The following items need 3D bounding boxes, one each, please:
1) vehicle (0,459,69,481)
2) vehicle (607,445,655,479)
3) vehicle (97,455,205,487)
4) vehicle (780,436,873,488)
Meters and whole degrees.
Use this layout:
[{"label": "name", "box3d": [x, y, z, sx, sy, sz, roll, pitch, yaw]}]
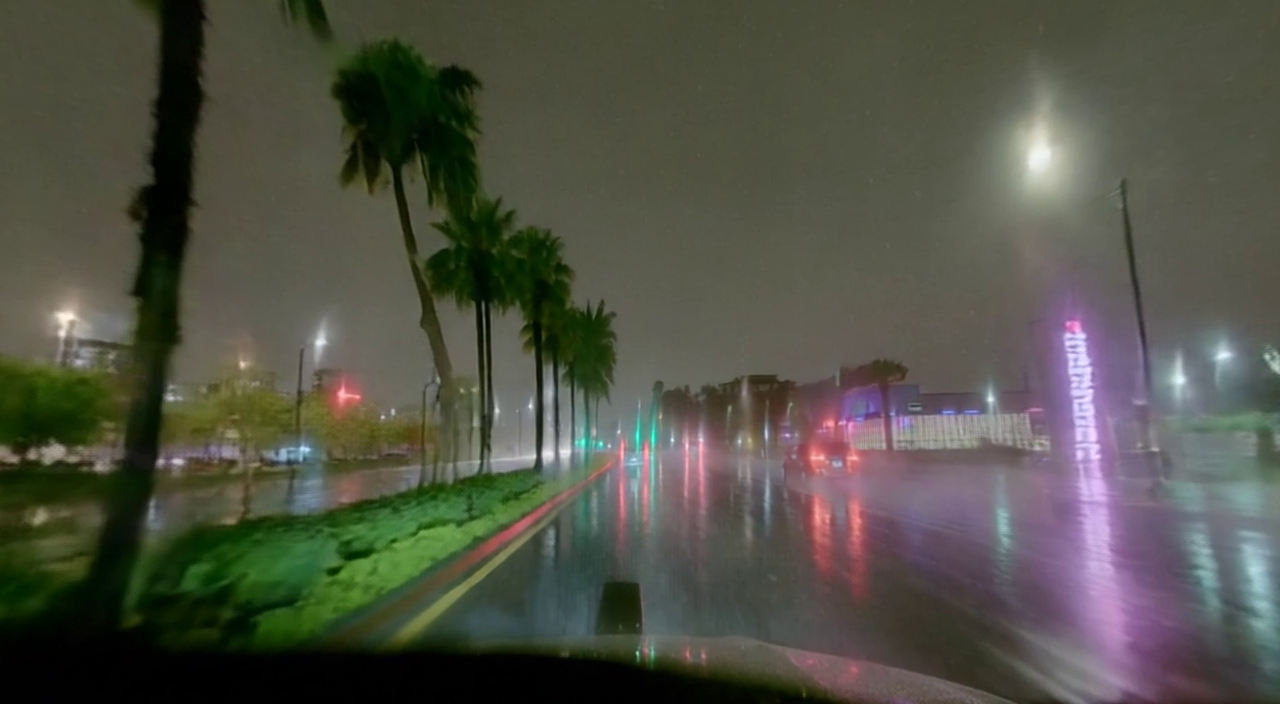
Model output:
[{"label": "vehicle", "box3d": [-45.532, 8.756, 46.847, 4.103, 1.568, 1.869, 0, -8, -1]}, {"label": "vehicle", "box3d": [-0.373, 4.775, 27.605, 1.970, 1.402, 3.756, 0, -8, 0]}, {"label": "vehicle", "box3d": [-24.408, 5.921, 31.507, 3.898, 1.459, 1.680, 1, -8, -2]}, {"label": "vehicle", "box3d": [6.430, 3.833, 22.202, 1.949, 1.647, 3.894, 0, -8, -2]}]
